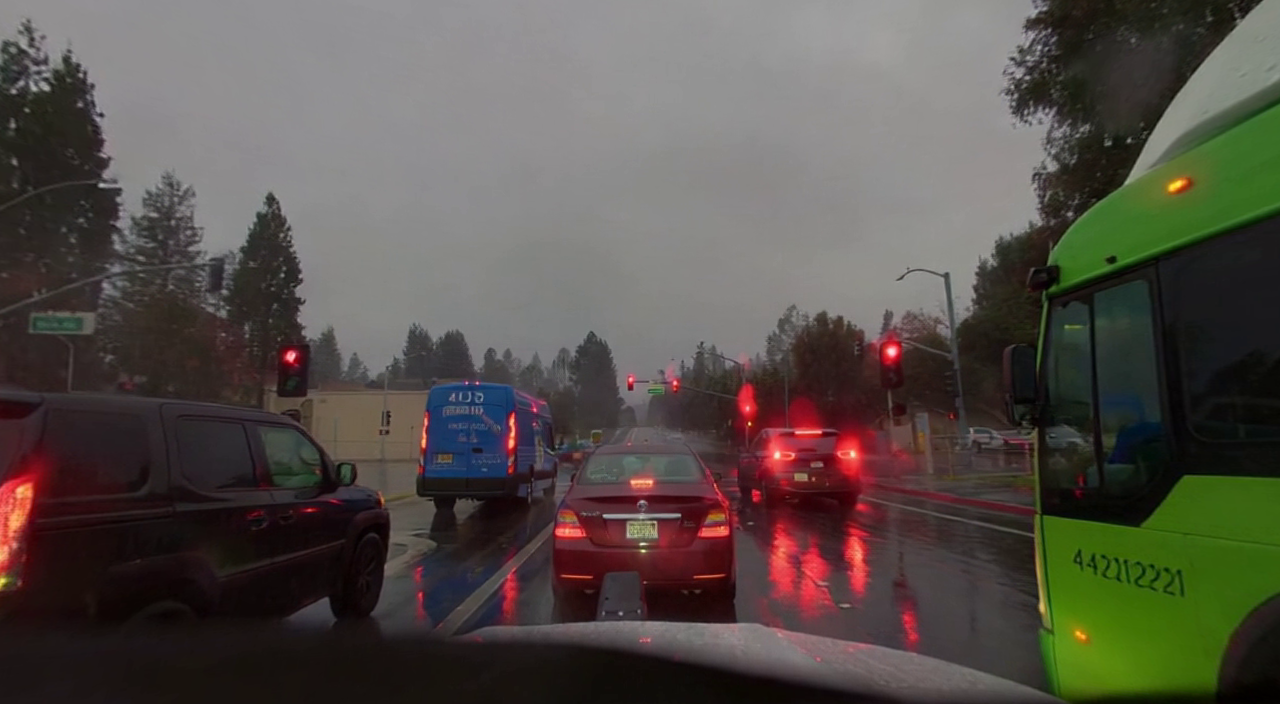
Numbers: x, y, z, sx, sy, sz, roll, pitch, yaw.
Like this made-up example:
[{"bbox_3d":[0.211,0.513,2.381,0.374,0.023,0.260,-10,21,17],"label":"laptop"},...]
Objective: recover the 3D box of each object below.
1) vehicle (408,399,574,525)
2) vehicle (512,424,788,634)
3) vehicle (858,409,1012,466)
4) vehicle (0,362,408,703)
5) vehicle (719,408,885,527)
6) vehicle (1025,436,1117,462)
[{"bbox_3d":[-2.940,2.348,13.946,2.335,2.221,5.165,0,-8,1],"label":"vehicle"},{"bbox_3d":[0.063,1.547,6.416,1.976,1.485,3.624,0,-8,0],"label":"vehicle"},{"bbox_3d":[17.569,5.133,37.922,7.839,3.213,2.628,0,-8,-3],"label":"vehicle"},{"bbox_3d":[-3.408,1.179,4.621,1.921,1.701,3.989,0,-8,-1],"label":"vehicle"},{"bbox_3d":[3.131,2.401,13.658,2.143,2.036,5.367,0,-8,0],"label":"vehicle"},{"bbox_3d":[25.868,5.818,37.996,4.229,1.489,1.794,0,-8,-1],"label":"vehicle"}]
